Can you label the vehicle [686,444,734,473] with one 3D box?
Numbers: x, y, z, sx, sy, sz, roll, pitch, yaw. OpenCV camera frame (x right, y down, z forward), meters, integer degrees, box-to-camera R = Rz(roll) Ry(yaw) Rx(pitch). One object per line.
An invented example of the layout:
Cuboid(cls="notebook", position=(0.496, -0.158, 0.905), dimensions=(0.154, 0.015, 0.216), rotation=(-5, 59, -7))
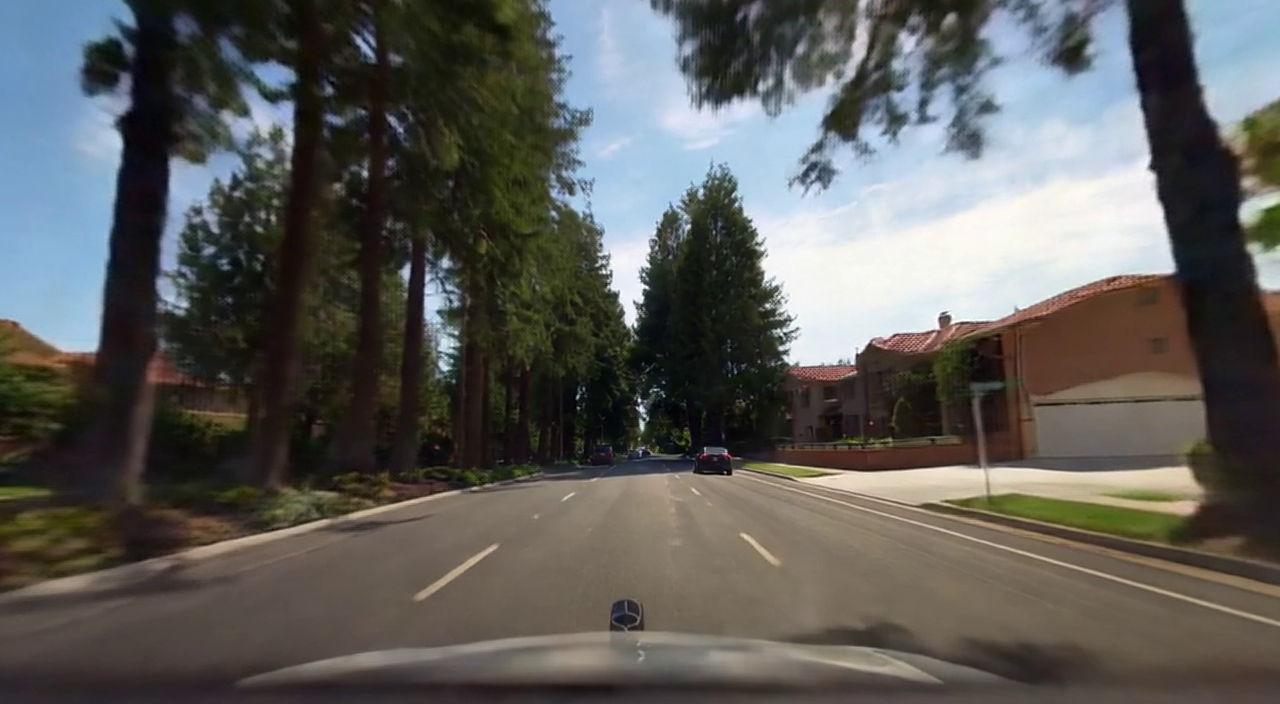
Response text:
Cuboid(cls="vehicle", position=(4.067, 6.289, 37.408), dimensions=(2.237, 1.578, 4.621), rotation=(0, -8, -1))
